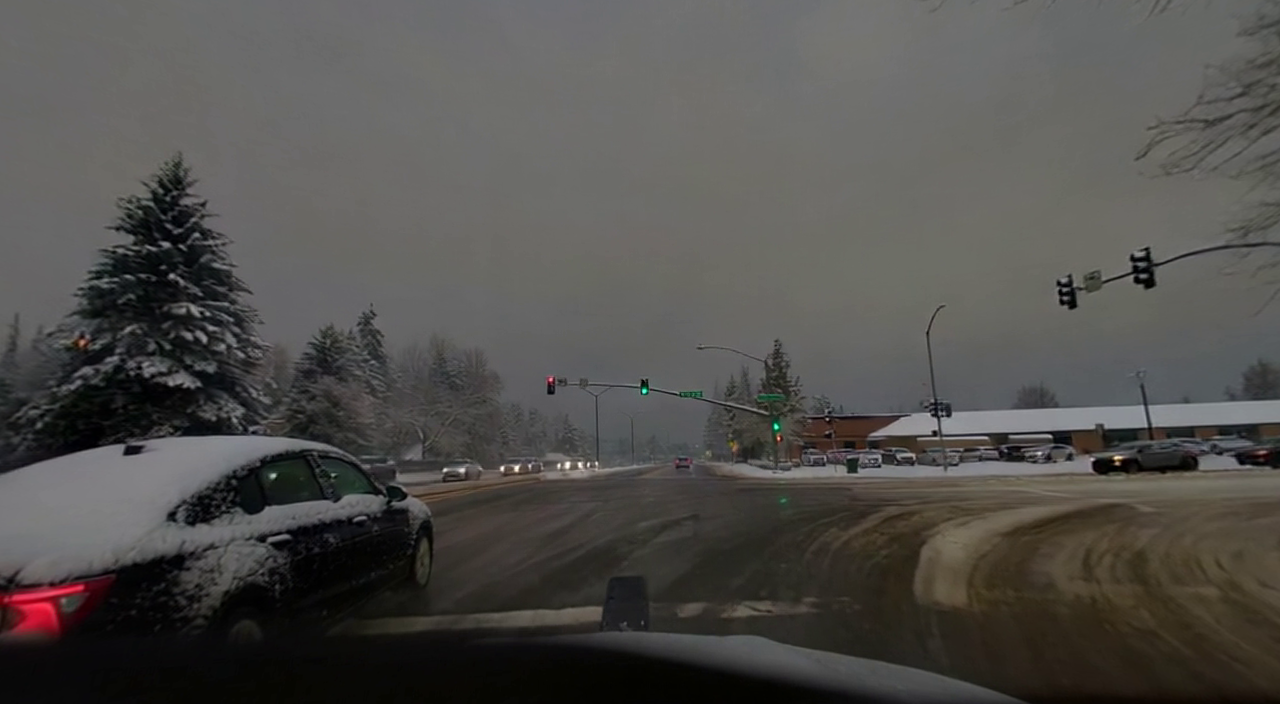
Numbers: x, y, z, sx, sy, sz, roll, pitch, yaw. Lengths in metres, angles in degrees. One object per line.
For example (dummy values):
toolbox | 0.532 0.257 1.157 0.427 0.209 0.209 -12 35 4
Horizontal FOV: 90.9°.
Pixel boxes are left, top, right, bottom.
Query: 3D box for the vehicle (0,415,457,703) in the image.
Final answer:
vehicle | -2.856 1.242 3.867 1.924 1.482 4.734 0 -9 1

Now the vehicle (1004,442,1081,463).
vehicle | 30.862 7.689 48.396 4.678 1.558 1.883 0 -9 -4

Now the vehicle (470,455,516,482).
vehicle | -10.192 8.088 44.042 1.905 1.724 4.449 -1 -9 4

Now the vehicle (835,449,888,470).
vehicle | 17.499 8.399 49.577 2.060 1.445 4.712 -9 -11 43

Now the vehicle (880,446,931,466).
vehicle | 19.900 7.766 47.113 1.945 1.434 4.293 -9 -12 44

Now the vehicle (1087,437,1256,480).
vehicle | 19.617 3.920 23.394 4.552 1.492 2.002 1 -9 -5

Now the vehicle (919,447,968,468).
vehicle | 21.936 7.607 45.459 1.930 1.410 4.313 -8 -12 42
